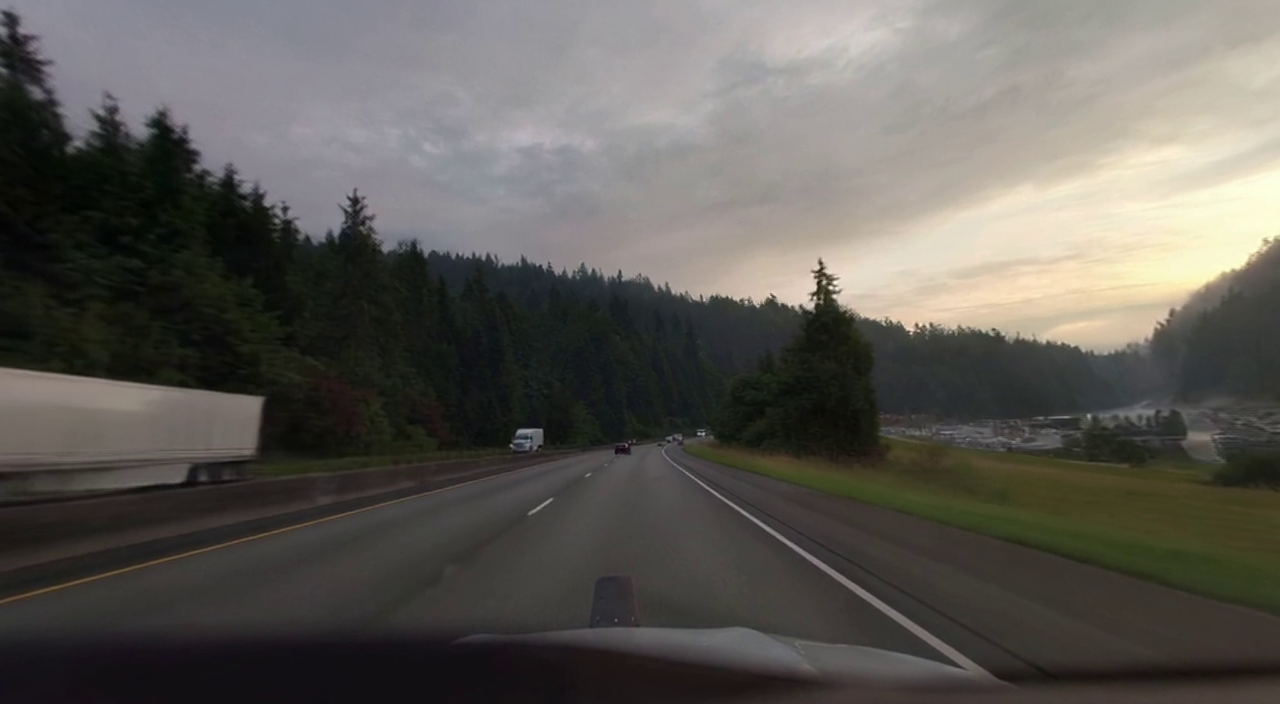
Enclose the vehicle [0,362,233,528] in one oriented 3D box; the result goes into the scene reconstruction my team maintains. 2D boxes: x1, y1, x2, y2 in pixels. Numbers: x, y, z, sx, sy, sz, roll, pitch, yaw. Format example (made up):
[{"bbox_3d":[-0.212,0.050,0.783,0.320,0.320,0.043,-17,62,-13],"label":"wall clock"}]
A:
[{"bbox_3d":[-17.030,2.471,16.714,2.931,4.017,14.287,0,-8,0],"label":"vehicle"}]
